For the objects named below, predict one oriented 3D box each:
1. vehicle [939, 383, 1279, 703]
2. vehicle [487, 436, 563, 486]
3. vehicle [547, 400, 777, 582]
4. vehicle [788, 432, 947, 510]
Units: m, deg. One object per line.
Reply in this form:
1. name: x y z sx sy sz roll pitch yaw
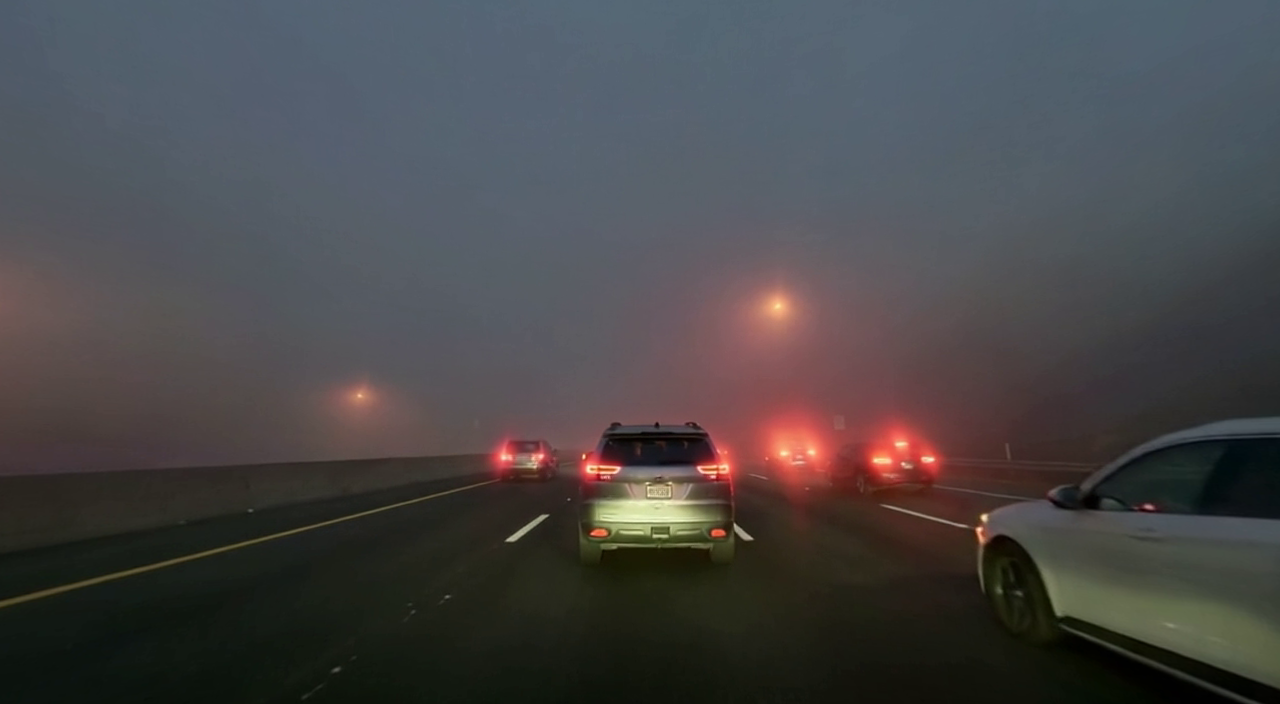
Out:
1. vehicle: 3.324 0.928 2.516 2.028 1.534 4.691 0 -9 1
2. vehicle: -4.383 4.223 24.715 2.047 1.755 4.638 0 -9 1
3. vehicle: 0.087 1.652 8.169 2.230 1.740 3.976 1 -9 -4
4. vehicle: 5.403 2.884 15.713 1.972 1.647 4.429 1 -9 -5
